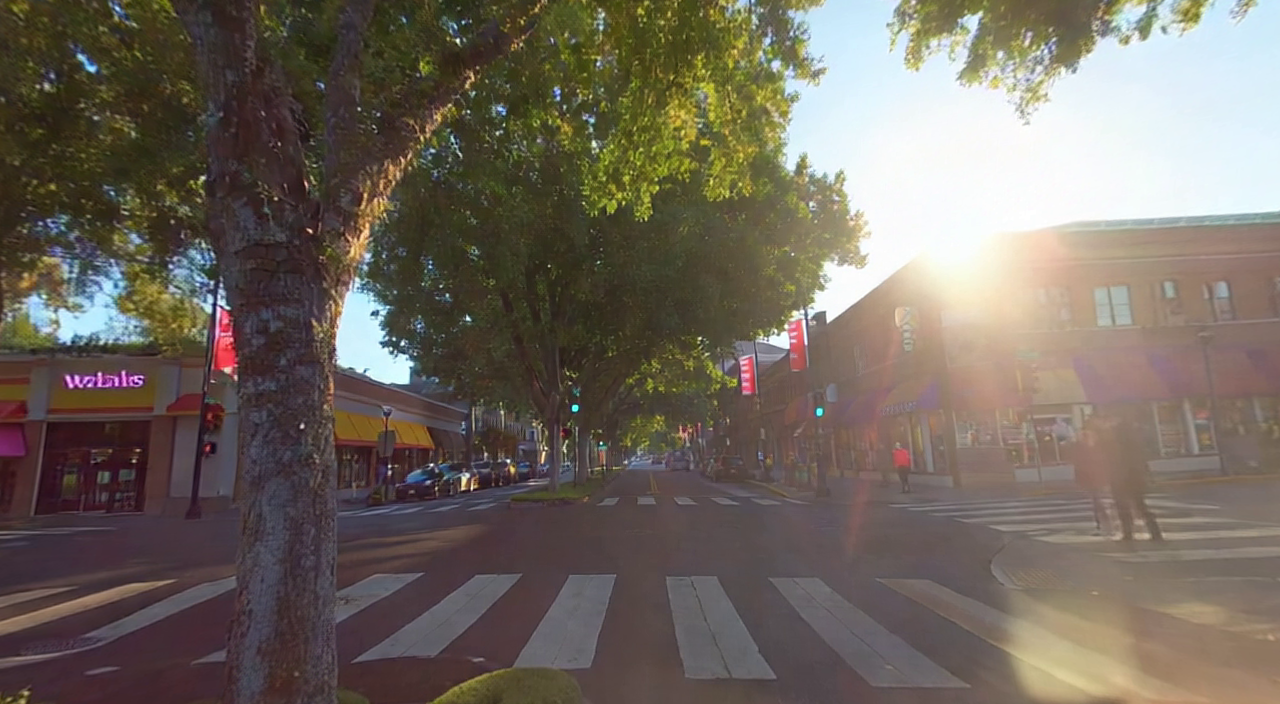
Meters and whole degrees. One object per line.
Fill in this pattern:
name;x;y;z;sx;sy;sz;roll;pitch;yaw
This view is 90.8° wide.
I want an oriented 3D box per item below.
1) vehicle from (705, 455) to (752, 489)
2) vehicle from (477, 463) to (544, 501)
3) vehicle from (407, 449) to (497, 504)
vehicle;5.198;7.098;37.714;2.010;1.844;4.386;0;-8;-2
vehicle;-5.746;5.822;28.627;1.983;1.438;4.559;0;-8;1
vehicle;-8.809;5.852;30.321;2.489;2.323;5.843;0;-8;1
